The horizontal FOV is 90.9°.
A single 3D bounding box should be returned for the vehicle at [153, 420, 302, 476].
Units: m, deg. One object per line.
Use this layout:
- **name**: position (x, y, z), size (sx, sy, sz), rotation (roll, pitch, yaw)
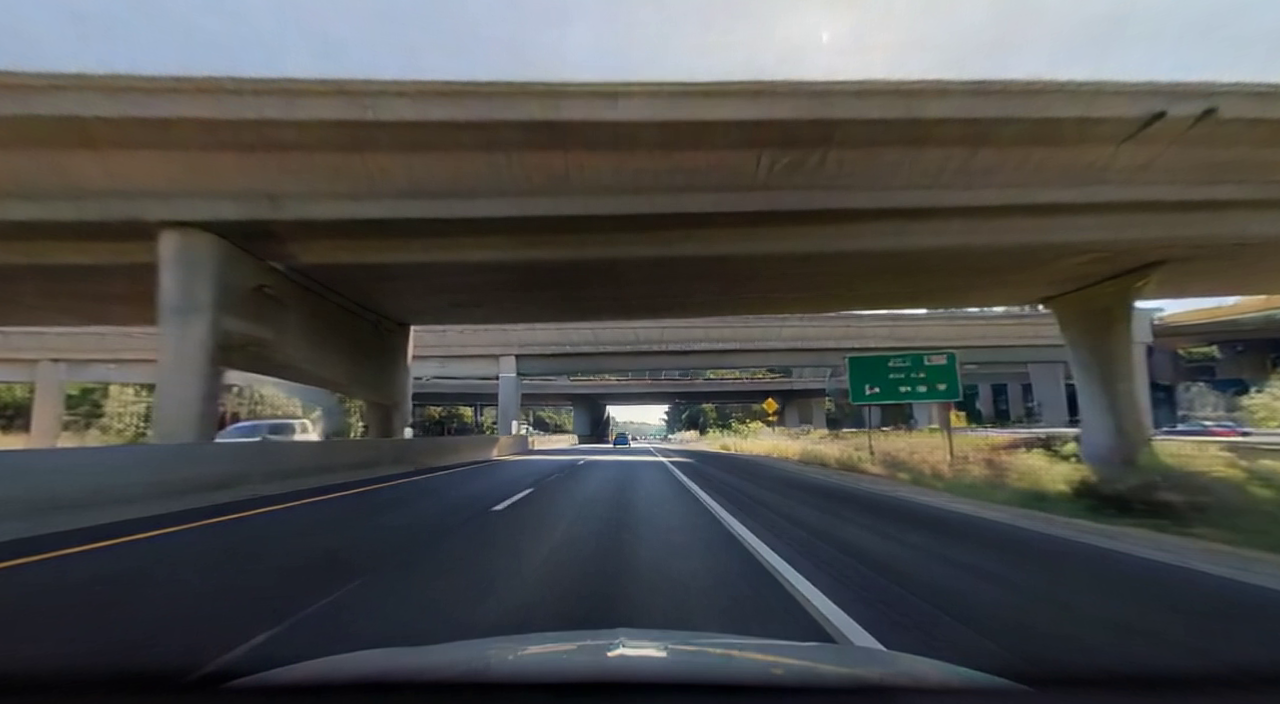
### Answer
- **vehicle**: position (-13.182, 3.090, 20.532), size (1.869, 1.601, 4.415), rotation (0, -8, 0)
